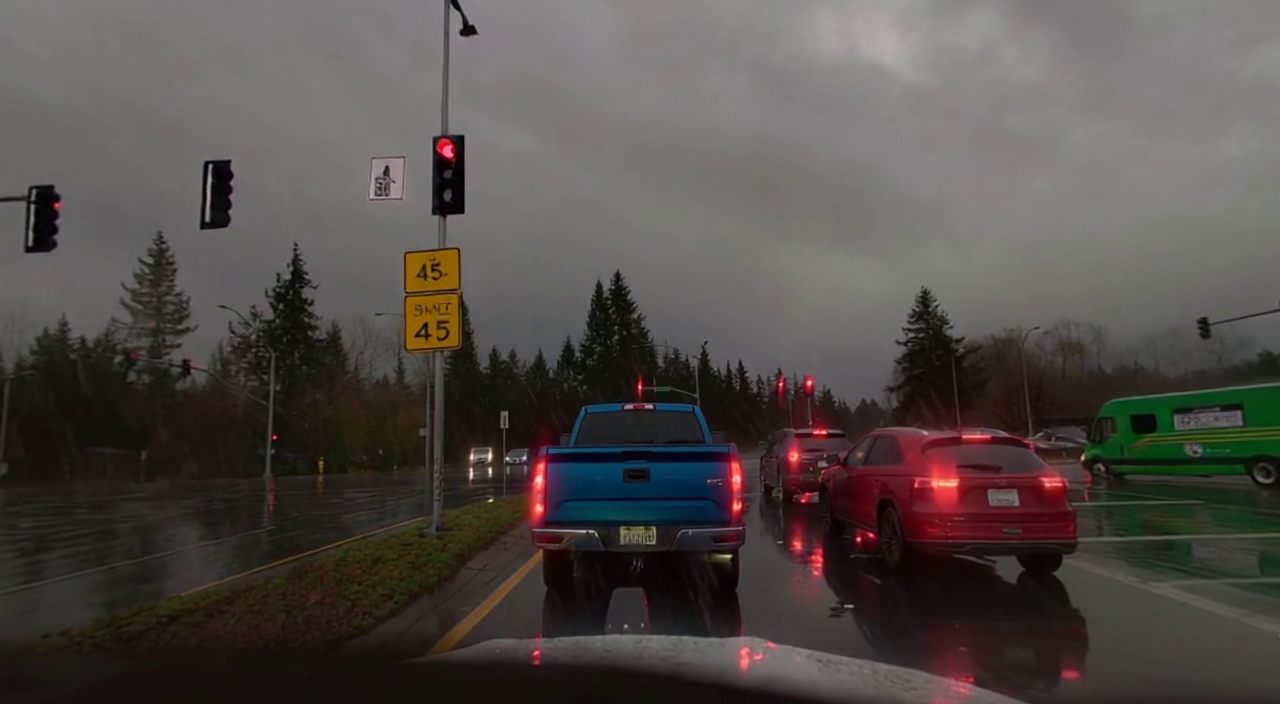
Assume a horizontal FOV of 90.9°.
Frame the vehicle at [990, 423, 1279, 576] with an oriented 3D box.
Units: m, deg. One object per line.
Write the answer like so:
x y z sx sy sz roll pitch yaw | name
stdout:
6.829 1.740 8.281 1.973 1.470 4.228 0 -8 0 | vehicle

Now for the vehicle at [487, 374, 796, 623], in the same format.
0.037 1.469 7.327 2.326 1.880 4.964 0 -8 1 | vehicle

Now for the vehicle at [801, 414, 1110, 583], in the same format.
3.577 1.719 8.187 1.981 1.616 4.006 0 -8 1 | vehicle
